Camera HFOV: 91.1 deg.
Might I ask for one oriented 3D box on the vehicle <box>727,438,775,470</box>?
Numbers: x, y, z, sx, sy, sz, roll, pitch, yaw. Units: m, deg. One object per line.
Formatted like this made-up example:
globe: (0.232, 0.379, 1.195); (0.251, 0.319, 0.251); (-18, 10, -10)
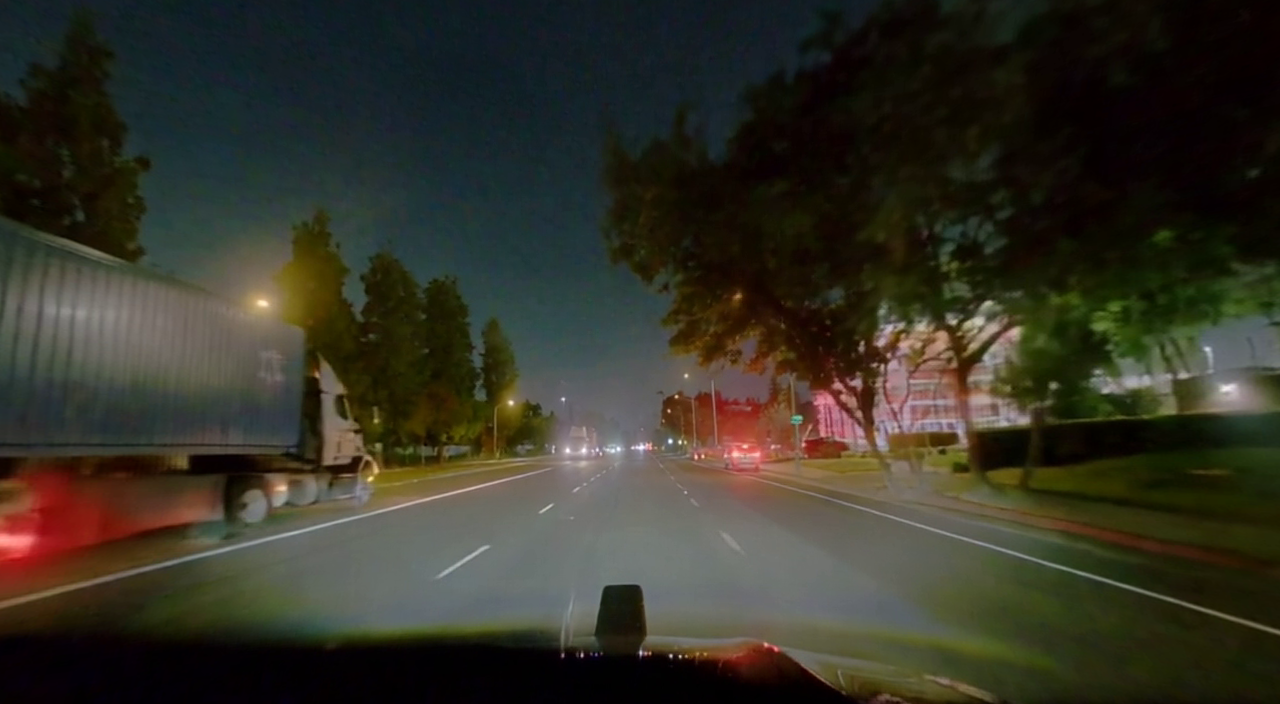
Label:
vehicle: (6.982, 6.477, 39.970); (2.169, 1.880, 4.849); (0, -9, 0)

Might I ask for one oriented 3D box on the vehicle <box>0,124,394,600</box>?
vehicle: (-7.171, 0.361, 7.525); (2.815, 4.259, 13.345); (0, -8, 1)
